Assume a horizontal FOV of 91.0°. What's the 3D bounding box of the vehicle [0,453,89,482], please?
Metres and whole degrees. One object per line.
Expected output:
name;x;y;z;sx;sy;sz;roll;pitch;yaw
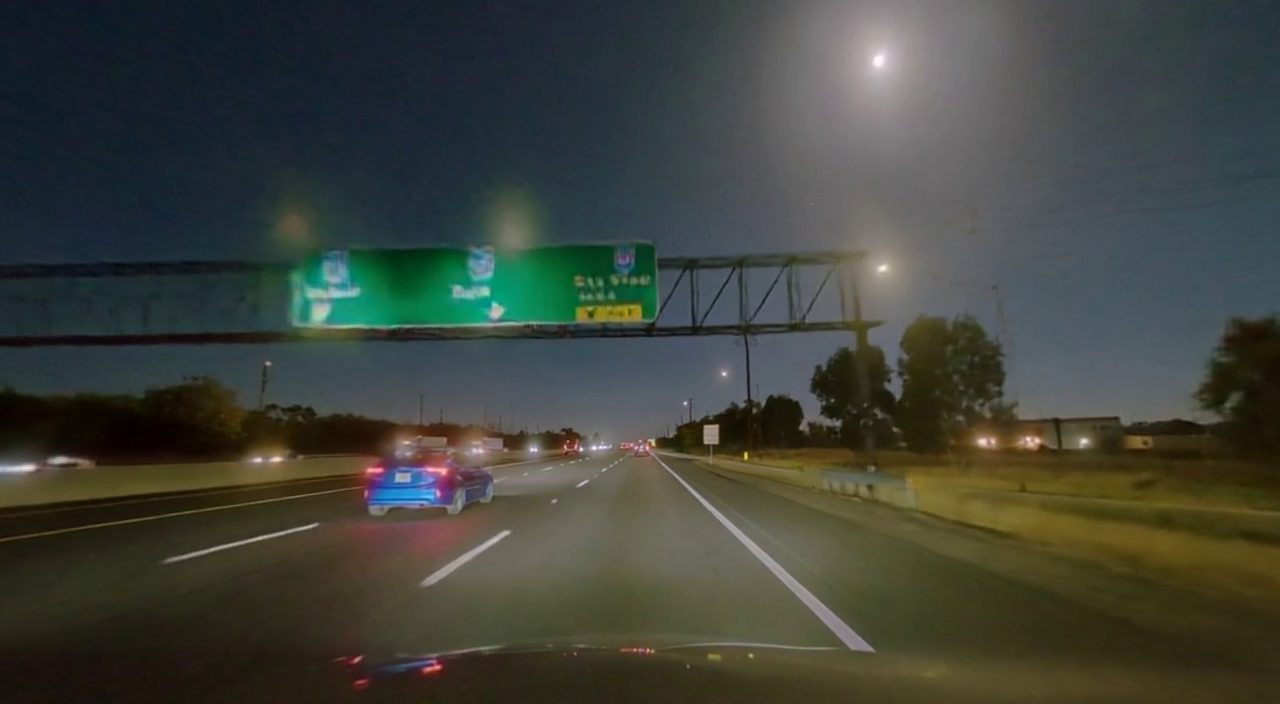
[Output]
vehicle;-36.190;6.886;37.786;1.822;1.519;4.725;0;-9;1

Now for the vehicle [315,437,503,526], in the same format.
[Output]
vehicle;-4.419;2.543;12.984;2.104;1.501;4.459;0;-9;1
